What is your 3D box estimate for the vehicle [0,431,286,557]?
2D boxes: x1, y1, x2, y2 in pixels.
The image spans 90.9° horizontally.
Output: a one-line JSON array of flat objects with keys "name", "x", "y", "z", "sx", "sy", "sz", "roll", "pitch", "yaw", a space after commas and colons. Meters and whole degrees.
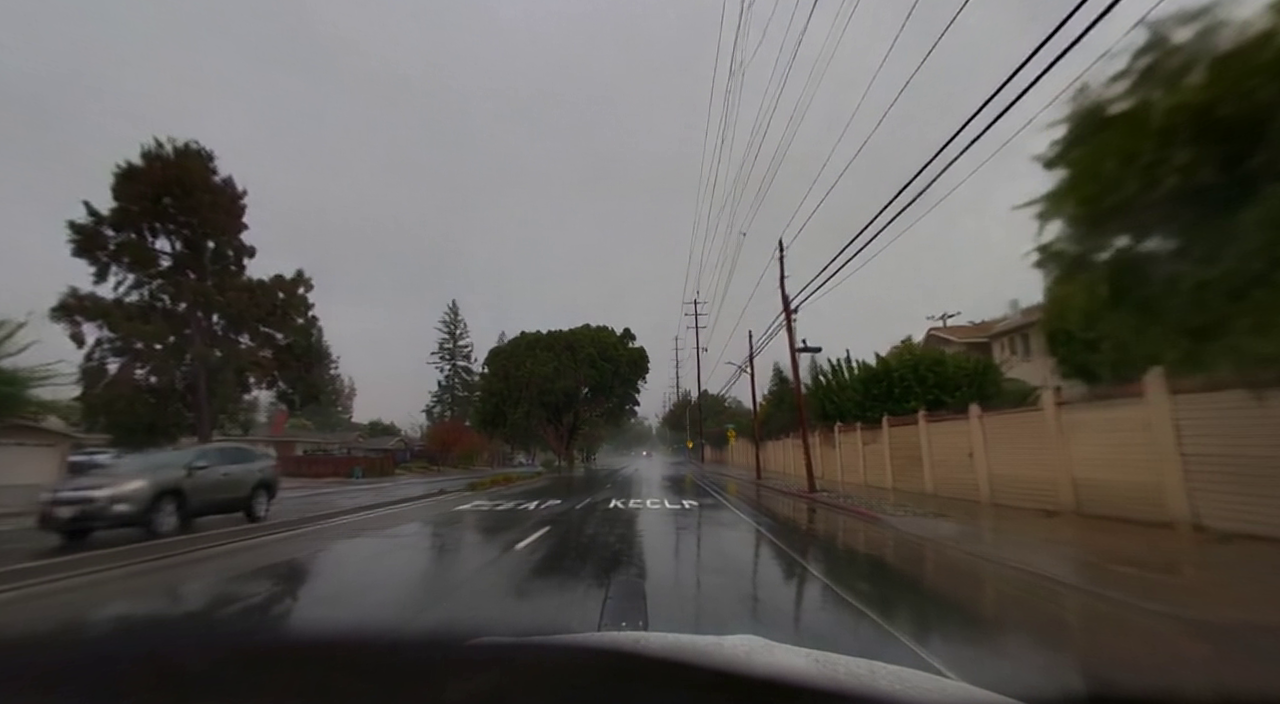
[{"name": "vehicle", "x": -8.833, "y": 2.375, "z": 11.334, "sx": 2.084, "sy": 1.741, "sz": 4.737, "roll": -1, "pitch": -9, "yaw": 2}]
